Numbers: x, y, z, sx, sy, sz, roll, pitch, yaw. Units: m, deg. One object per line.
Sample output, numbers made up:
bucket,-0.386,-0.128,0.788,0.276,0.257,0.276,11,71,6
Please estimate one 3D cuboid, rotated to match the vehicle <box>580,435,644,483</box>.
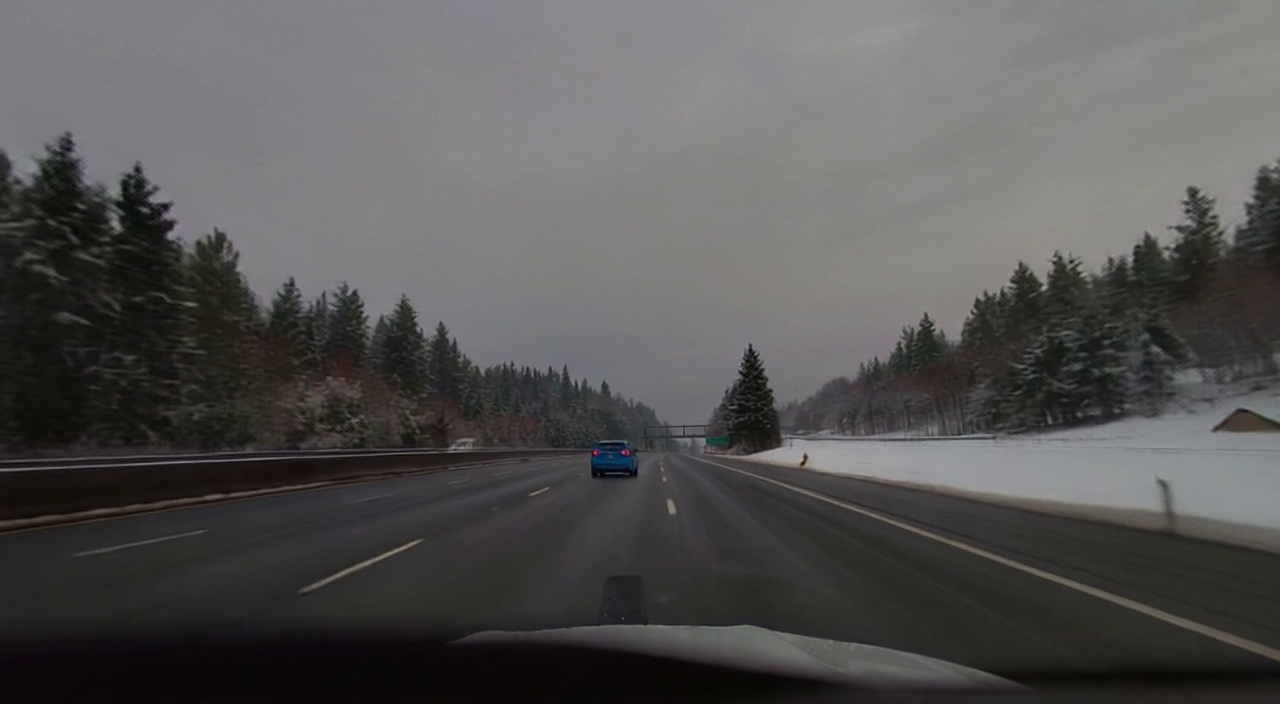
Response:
vehicle,-0.984,4.133,24.515,2.133,1.686,4.203,0,-8,2
